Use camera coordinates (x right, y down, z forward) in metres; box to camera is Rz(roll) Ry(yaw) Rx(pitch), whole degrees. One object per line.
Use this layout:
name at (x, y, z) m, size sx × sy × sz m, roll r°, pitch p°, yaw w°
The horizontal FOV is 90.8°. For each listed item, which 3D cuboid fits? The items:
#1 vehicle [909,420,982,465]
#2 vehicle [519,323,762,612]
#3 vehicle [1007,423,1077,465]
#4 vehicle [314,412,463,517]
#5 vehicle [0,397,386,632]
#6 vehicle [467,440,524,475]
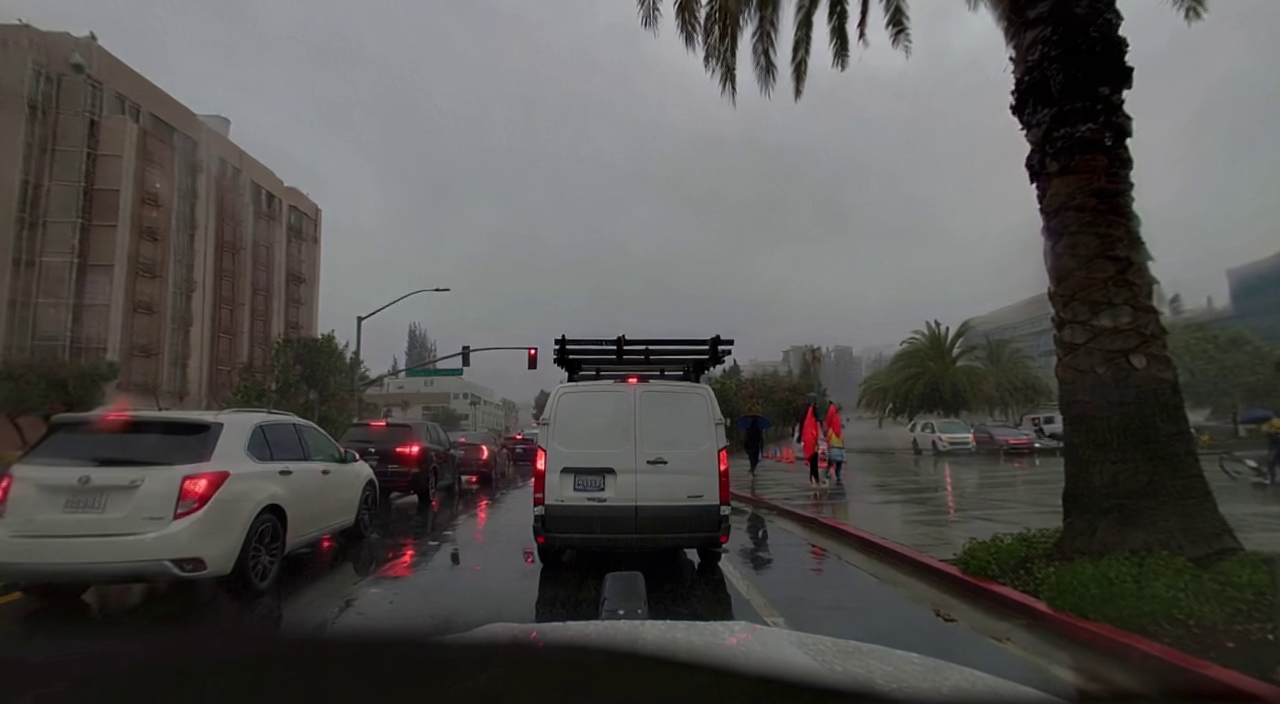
vehicle at (12.654, 3.754, 26.045) m, size 2.046 × 1.675 × 3.924 m, roll -6°, pitch -10°, yaw 33°
vehicle at (-0.204, 1.206, 7.176) m, size 1.902 × 2.238 × 4.263 m, roll 1°, pitch -9°, yaw -6°
vehicle at (15.799, 3.612, 24.726) m, size 2.048 × 1.475 × 3.972 m, roll -6°, pitch -10°, yaw 34°
vehicle at (-5.215, 2.392, 13.896) m, size 2.089 × 1.854 × 5.022 m, roll 2°, pitch -9°, yaw -11°
vehicle at (-4.382, 1.470, 6.678) m, size 1.986 × 1.643 × 4.315 m, roll 1°, pitch -9°, yaw -6°
vehicle at (-6.827, 4.891, 29.587) m, size 1.818 × 1.479 × 4.428 m, roll 4°, pitch -9°, yaw -22°
